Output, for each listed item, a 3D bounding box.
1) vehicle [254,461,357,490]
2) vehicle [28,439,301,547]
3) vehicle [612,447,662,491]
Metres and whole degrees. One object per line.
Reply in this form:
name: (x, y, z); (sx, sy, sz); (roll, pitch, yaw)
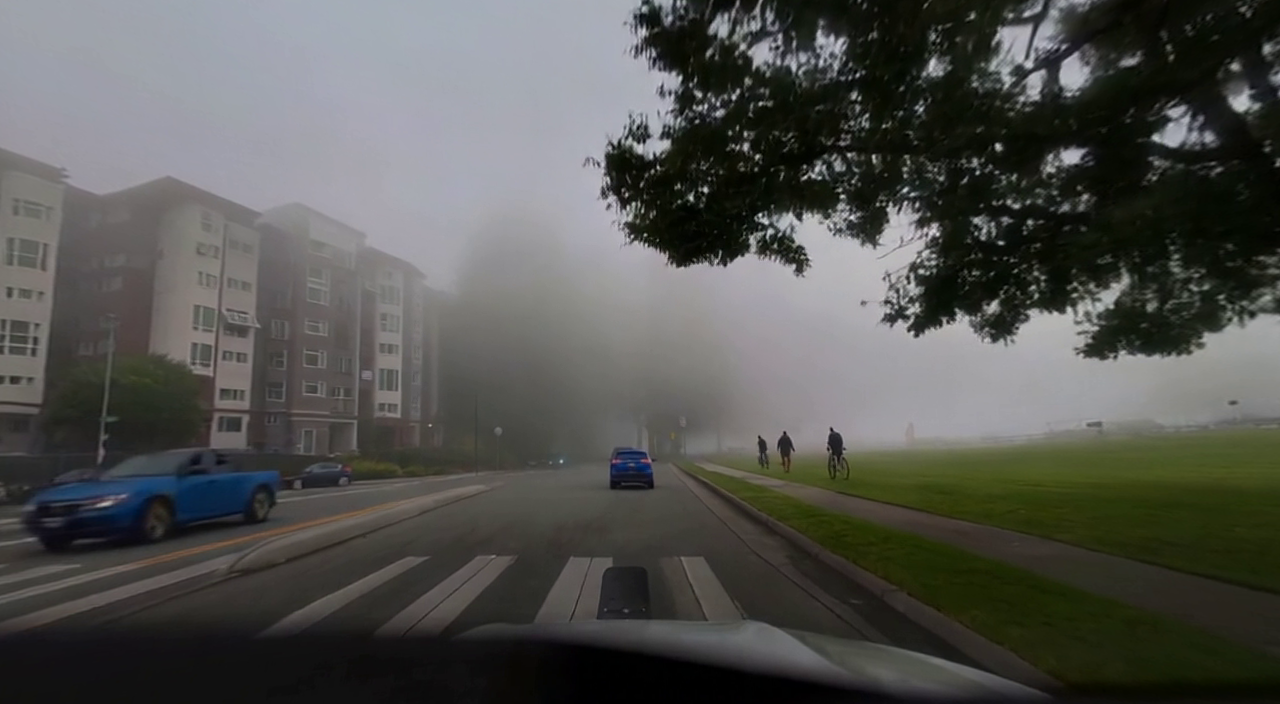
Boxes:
vehicle: (-18.881, 6.950, 35.729); (2.116, 1.409, 4.607); (-8, -12, 43)
vehicle: (-9.149, 2.690, 12.757); (2.126, 1.780, 4.279); (0, -8, 0)
vehicle: (-0.109, 3.937, 21.158); (1.559, 1.351, 2.452); (-1, -11, -1)
